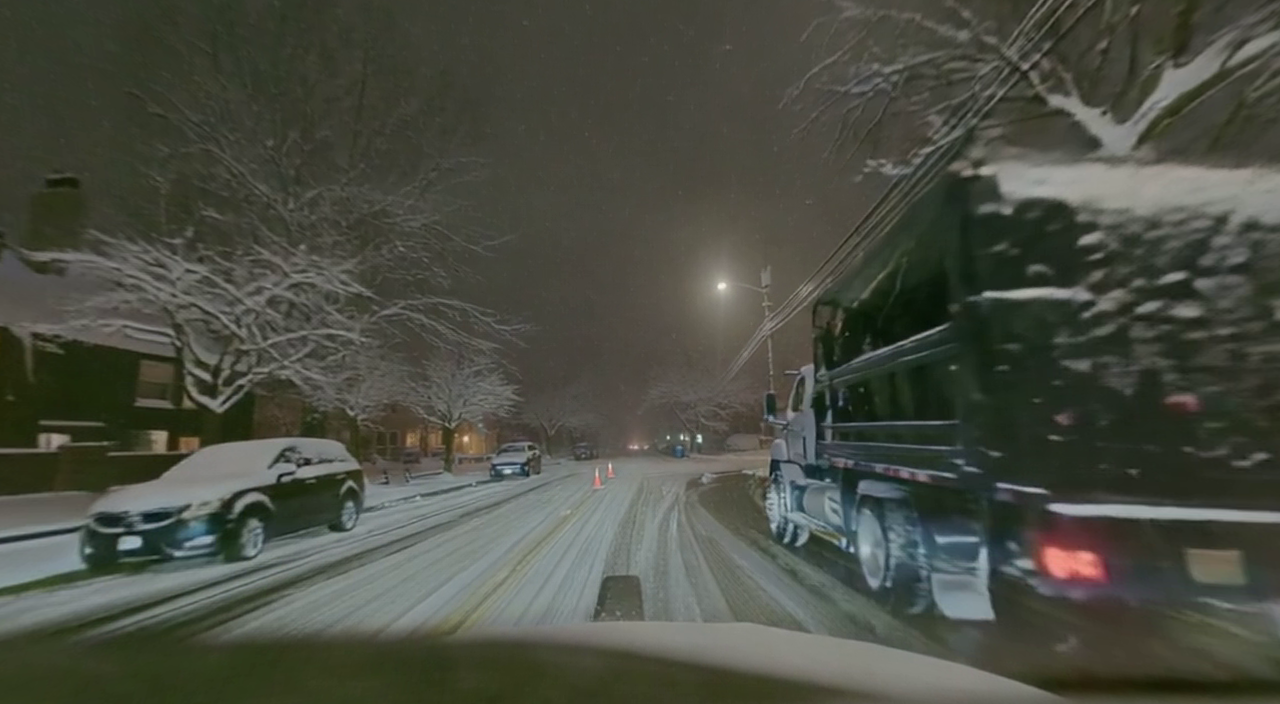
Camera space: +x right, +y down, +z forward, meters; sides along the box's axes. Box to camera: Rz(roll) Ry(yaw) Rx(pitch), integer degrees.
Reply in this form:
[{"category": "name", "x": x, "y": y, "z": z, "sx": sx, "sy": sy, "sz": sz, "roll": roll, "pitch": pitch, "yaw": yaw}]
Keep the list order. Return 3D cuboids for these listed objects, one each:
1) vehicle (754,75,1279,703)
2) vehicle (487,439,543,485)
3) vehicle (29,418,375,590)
[{"category": "vehicle", "x": 3.199, "y": 0.608, "z": 6.556, "sx": 2.750, "sy": 3.440, "sz": 6.535, "roll": 0, "pitch": -8, "yaw": 0}, {"category": "vehicle", "x": -5.788, "y": 5.096, "z": 29.678, "sx": 2.087, "sy": 1.835, "sz": 4.445, "roll": -1, "pitch": -7, "yaw": -5}, {"category": "vehicle", "x": -6.207, "y": 2.145, "z": 9.901, "sx": 2.210, "sy": 1.849, "sz": 4.638, "roll": -4, "pitch": -8, "yaw": -2}]
